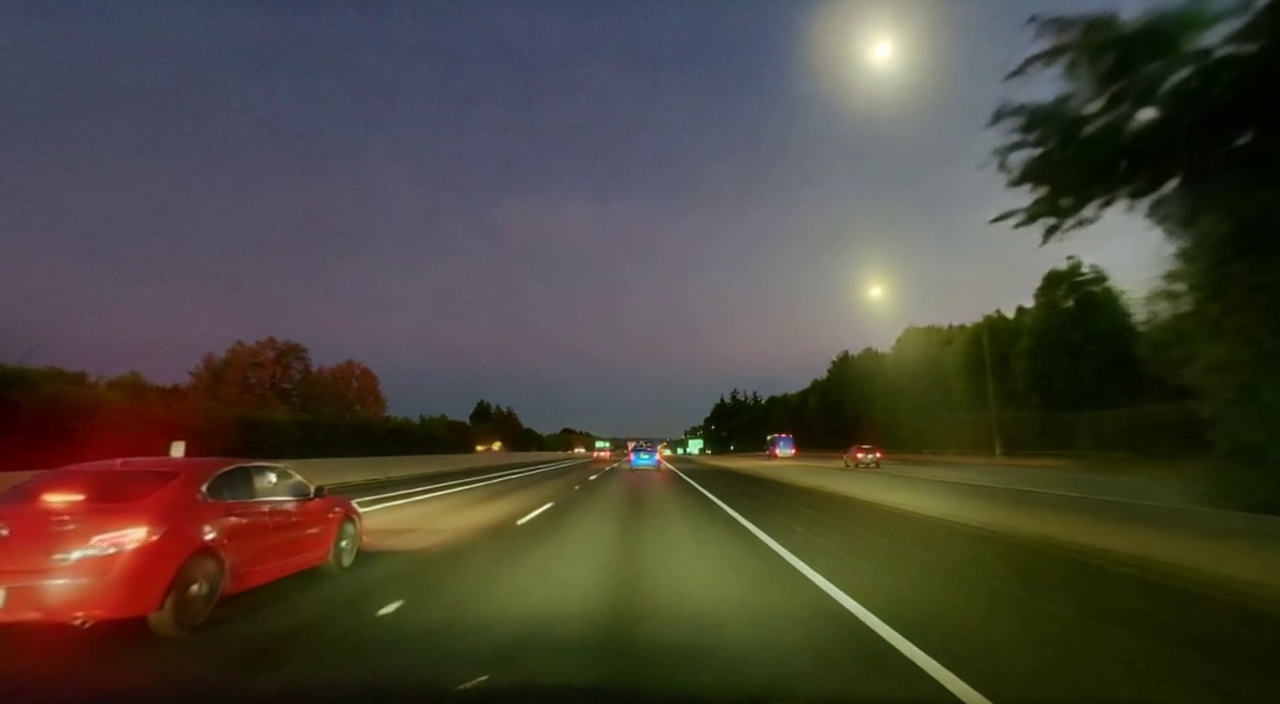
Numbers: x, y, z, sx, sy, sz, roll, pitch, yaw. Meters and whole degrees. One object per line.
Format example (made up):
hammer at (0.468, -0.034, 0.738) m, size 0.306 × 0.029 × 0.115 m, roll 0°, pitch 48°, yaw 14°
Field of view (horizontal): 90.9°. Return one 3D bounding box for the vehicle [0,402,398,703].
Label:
vehicle at (-3.747, 1.281, 4.885) m, size 2.062 × 1.474 × 4.151 m, roll 0°, pitch -9°, yaw 0°

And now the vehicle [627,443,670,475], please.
vehicle at (0.385, 5.310, 31.419) m, size 2.002 × 1.449 × 3.612 m, roll 0°, pitch -9°, yaw 0°
